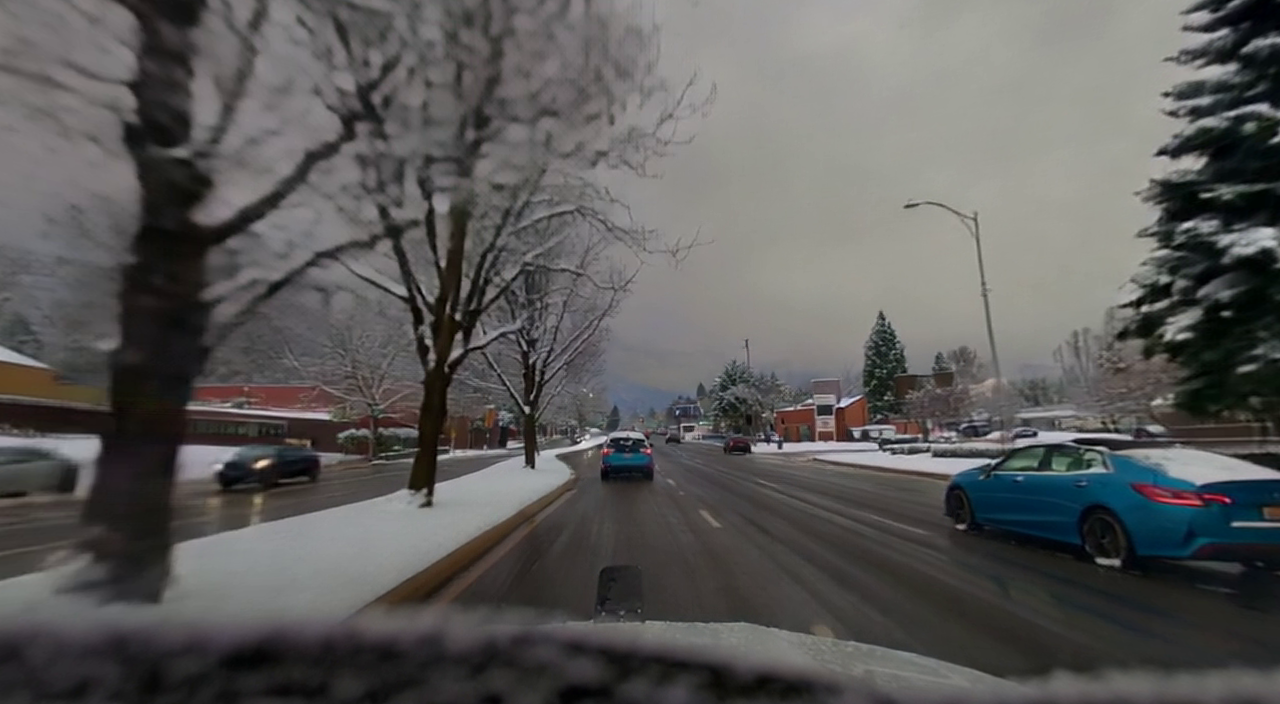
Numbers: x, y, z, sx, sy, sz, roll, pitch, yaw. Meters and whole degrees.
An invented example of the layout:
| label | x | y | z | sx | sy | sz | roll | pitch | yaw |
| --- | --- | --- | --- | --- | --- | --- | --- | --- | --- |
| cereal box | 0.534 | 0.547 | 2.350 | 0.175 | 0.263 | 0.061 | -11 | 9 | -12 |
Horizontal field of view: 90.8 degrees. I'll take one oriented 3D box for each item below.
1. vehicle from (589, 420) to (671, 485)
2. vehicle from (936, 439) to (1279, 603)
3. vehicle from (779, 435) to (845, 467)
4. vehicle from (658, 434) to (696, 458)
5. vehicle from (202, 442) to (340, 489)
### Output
| label | x | y | z | sx | sy | sz | roll | pitch | yaw |
| --- | --- | --- | --- | --- | --- | --- | --- | --- | --- |
| vehicle | -0.334 | 3.089 | 19.540 | 2.266 | 1.762 | 4.131 | 0 | -9 | -1 |
| vehicle | 5.663 | 1.687 | 7.302 | 2.258 | 1.294 | 4.312 | 0 | -9 | -2 |
| vehicle | 8.727 | 5.056 | 32.416 | 2.045 | 1.484 | 4.342 | 0 | -9 | -2 |
| vehicle | 2.346 | 6.143 | 41.349 | 2.078 | 1.471 | 4.142 | 0 | -9 | -2 |
| vehicle | -13.275 | 4.096 | 23.178 | 2.217 | 1.519 | 4.724 | 0 | -9 | 0 |
